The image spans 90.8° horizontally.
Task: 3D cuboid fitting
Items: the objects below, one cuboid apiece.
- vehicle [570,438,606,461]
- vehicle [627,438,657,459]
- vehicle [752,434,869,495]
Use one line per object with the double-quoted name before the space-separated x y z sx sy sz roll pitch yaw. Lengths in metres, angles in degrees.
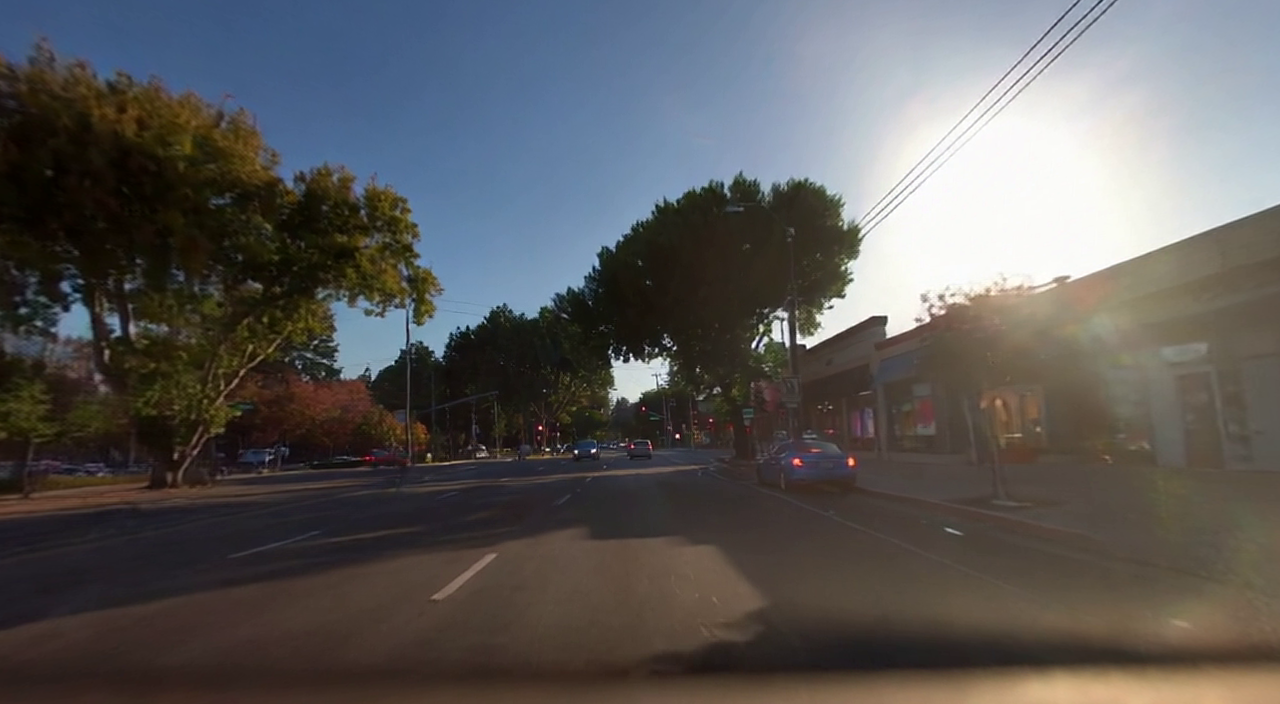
"vehicle" -3.474 6.618 42.955 2.032 1.467 4.411 0 -8 1
"vehicle" 0.164 6.986 45.796 2.059 1.456 4.047 0 -8 1
"vehicle" 4.566 3.077 17.605 1.942 1.469 4.049 0 -8 -3
